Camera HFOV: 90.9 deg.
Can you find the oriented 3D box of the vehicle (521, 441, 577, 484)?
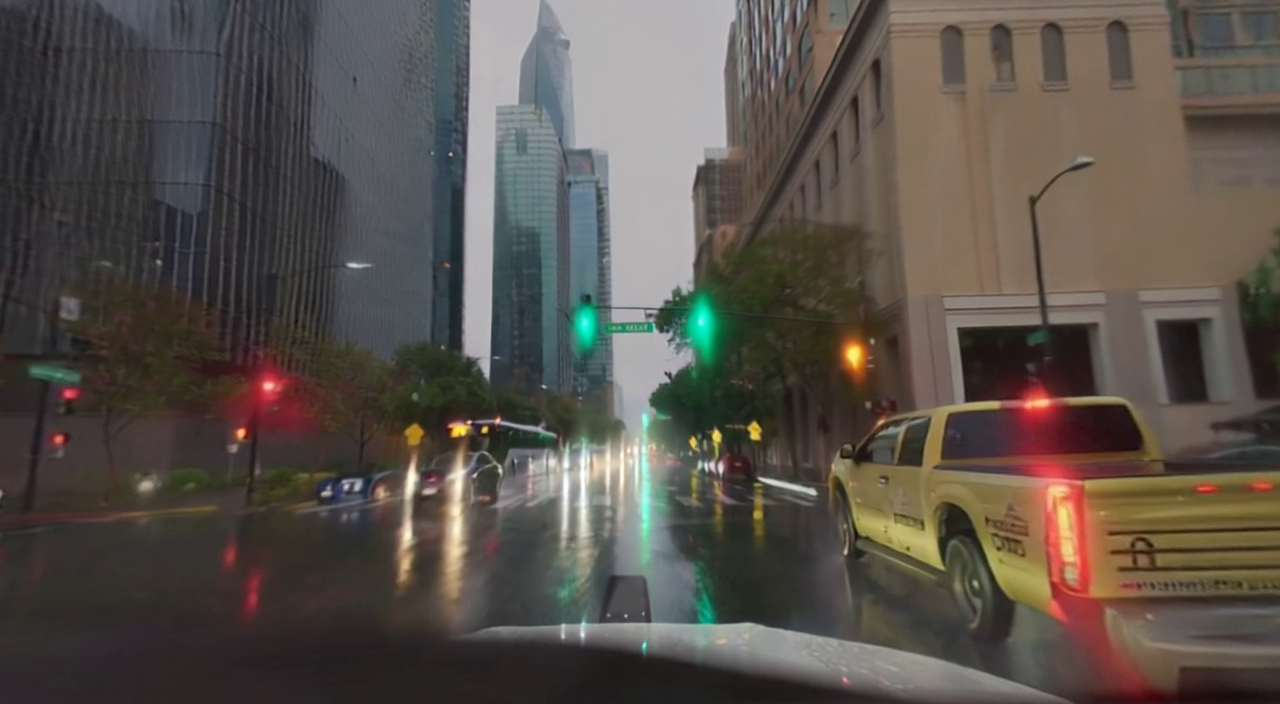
[{"bbox_3d":[-5.006,6.163,35.626,2.304,2.208,5.200,0,-9,1],"label":"vehicle"}]

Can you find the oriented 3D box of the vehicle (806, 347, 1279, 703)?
[{"bbox_3d":[3.301,1.299,5.632,2.118,1.848,5.426,0,-9,0],"label":"vehicle"}]

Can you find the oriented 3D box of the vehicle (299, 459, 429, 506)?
[{"bbox_3d":[-10.188,4.818,23.730,2.003,1.489,4.656,-2,-9,13],"label":"vehicle"}]

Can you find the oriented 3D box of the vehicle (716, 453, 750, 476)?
[{"bbox_3d":[7.124,8.608,48.578,1.962,1.617,4.325,0,-9,0],"label":"vehicle"}]

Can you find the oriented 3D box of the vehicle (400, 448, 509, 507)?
[{"bbox_3d":[-5.553,3.775,19.481,1.997,1.610,4.144,0,-9,1],"label":"vehicle"}]
